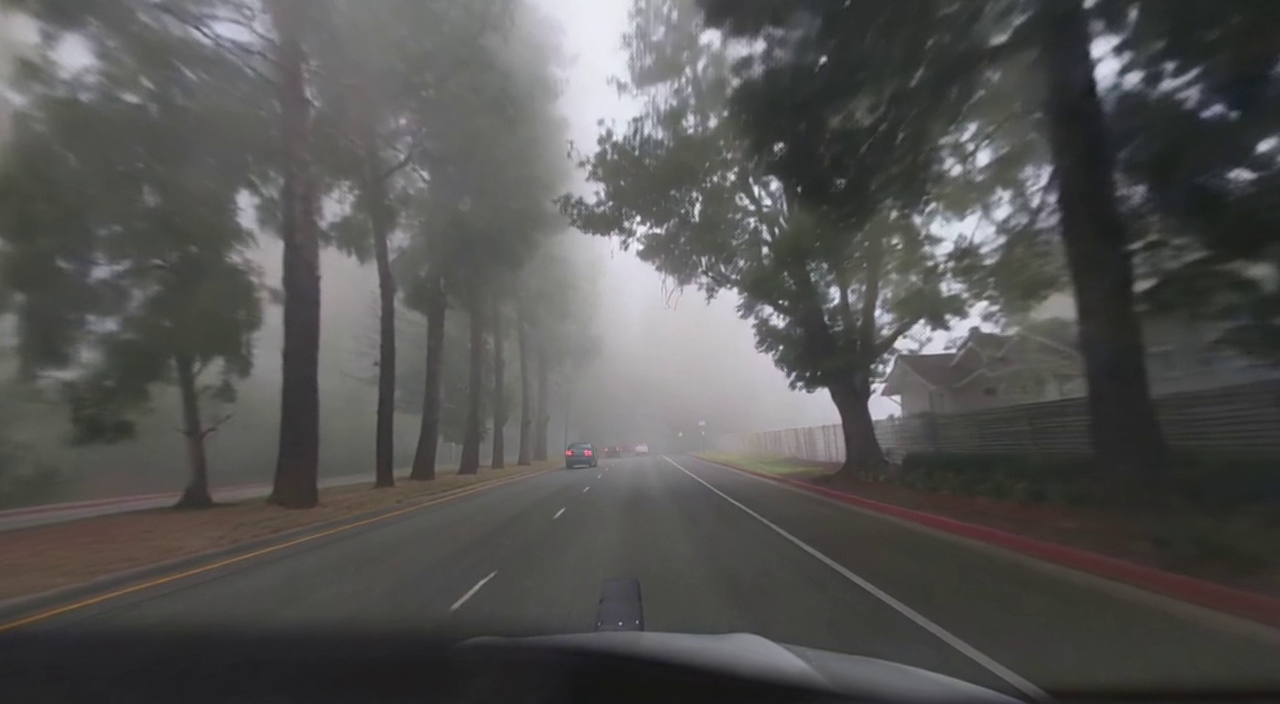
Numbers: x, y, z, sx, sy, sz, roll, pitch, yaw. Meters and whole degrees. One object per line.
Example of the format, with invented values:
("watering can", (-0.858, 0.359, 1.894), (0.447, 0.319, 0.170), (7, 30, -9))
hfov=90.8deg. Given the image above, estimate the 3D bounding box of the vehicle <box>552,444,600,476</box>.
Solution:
("vehicle", (-3.075, 5.298, 31.295), (1.870, 1.431, 4.317), (-1, -8, 1))
